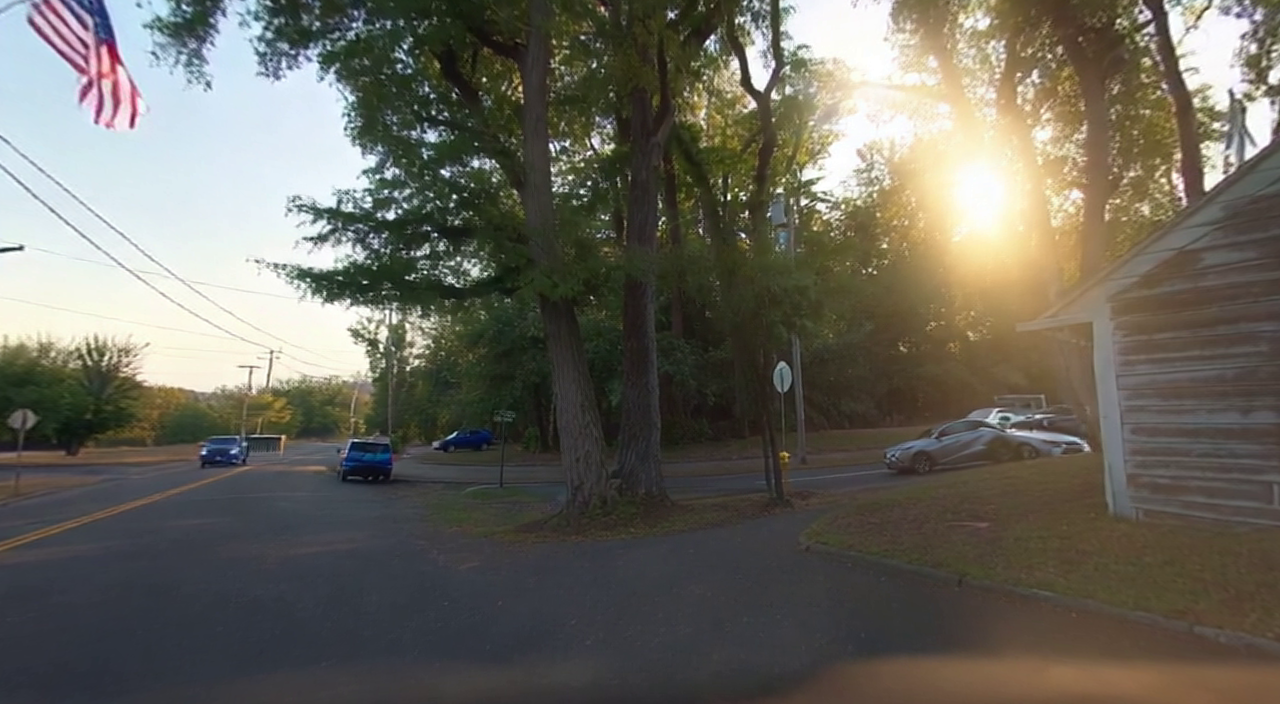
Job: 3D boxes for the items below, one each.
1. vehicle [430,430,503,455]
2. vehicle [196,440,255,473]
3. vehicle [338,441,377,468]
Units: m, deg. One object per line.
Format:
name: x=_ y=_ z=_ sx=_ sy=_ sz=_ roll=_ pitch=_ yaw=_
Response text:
vehicle: x=-12.558 y=6.537 z=45.651 sx=4.767 sy=1.735 sz=1.920 roll=4 pitch=-10 yaw=-26
vehicle: x=-24.042 y=6.056 z=36.813 sx=2.086 sy=1.798 sz=4.511 roll=4 pitch=-9 yaw=-24
vehicle: x=-16.815 y=6.067 z=37.486 sx=1.941 sy=1.460 sz=4.206 roll=4 pitch=-10 yaw=-25
